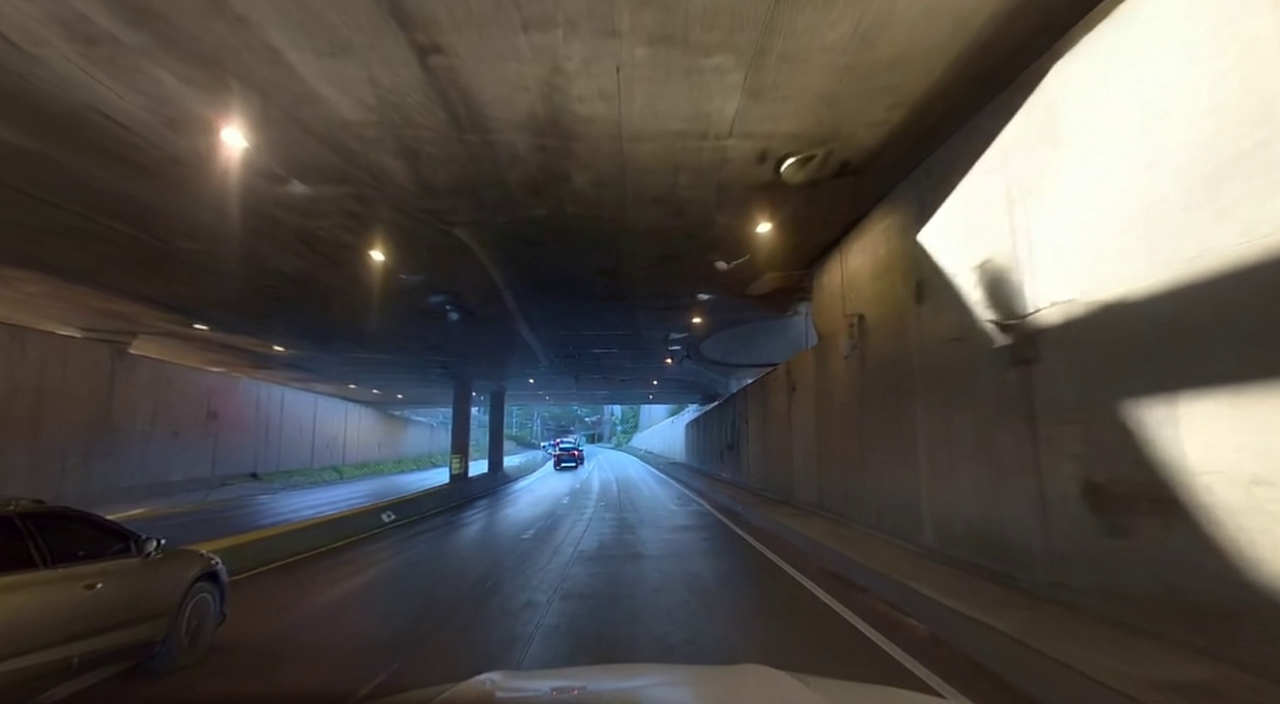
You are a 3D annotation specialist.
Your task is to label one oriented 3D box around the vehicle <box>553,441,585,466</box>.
[{"bbox_3d":[-5.070,7.326,45.718,1.961,1.725,4.315,0,-8,-2],"label":"vehicle"}]
